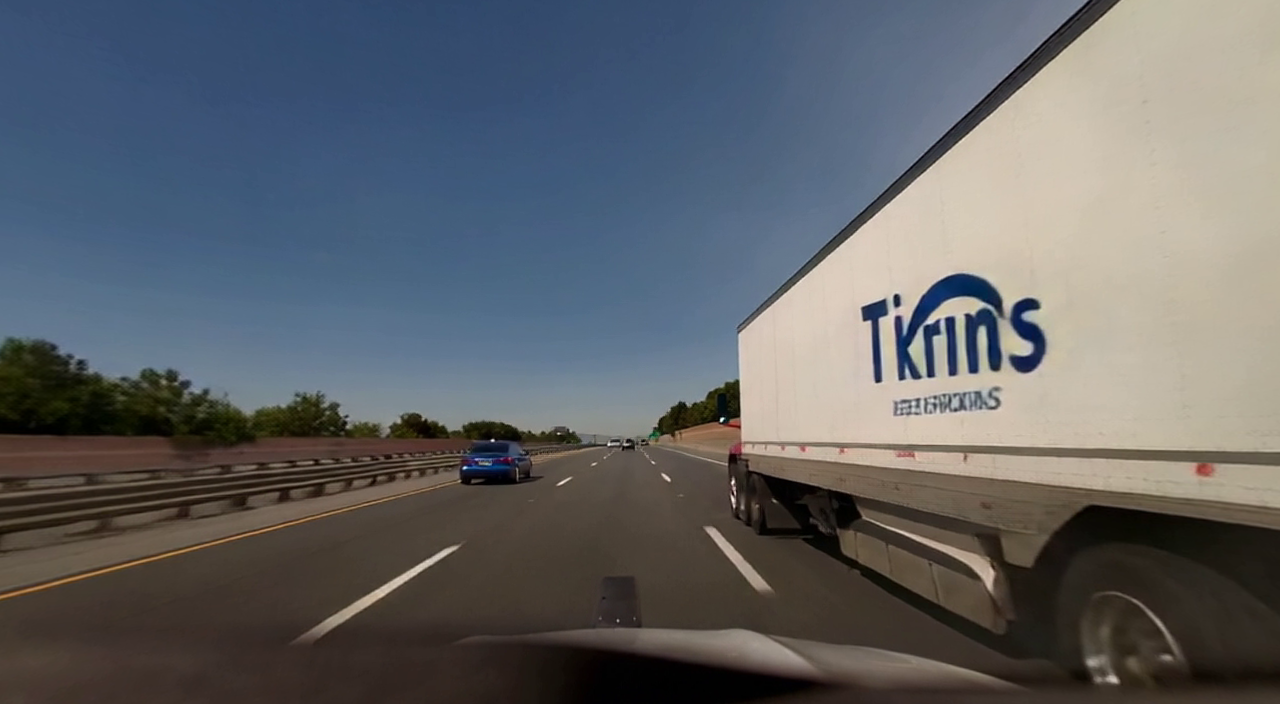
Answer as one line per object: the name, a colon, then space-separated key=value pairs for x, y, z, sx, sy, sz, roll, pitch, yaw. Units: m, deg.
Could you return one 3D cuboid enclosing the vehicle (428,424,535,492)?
vehicle: x=-4.364 y=2.984 z=18.105 sx=2.063 sy=1.661 sz=4.439 roll=1 pitch=-8 yaw=-2
